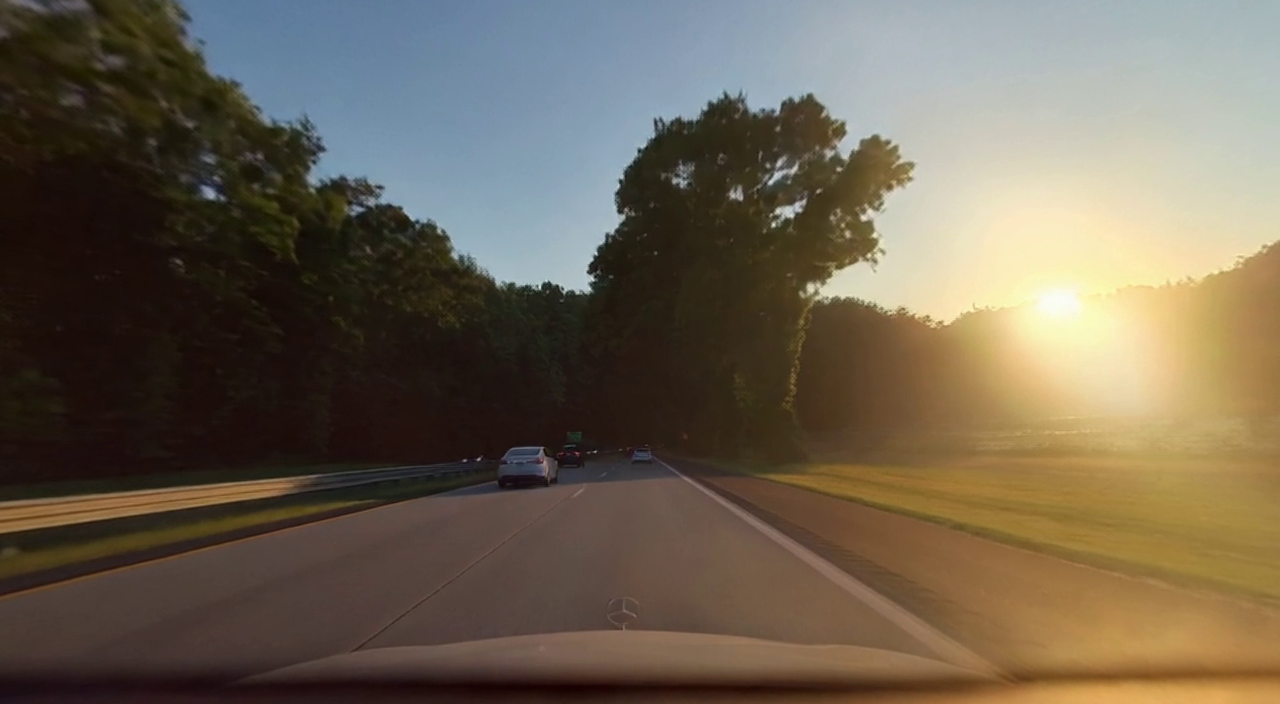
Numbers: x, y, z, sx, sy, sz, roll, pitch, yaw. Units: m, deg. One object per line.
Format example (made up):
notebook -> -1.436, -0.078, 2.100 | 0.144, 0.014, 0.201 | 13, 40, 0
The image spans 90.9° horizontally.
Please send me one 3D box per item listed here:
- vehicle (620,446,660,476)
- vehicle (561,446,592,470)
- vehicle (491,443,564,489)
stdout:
vehicle -> -0.024, 5.845, 33.921 | 2.001, 1.490, 3.914 | 0, -9, 0
vehicle -> -4.506, 7.548, 45.120 | 1.834, 1.615, 3.624 | 0, -9, 0
vehicle -> -4.051, 4.165, 23.291 | 1.978, 1.538, 3.755 | 0, -9, 0
